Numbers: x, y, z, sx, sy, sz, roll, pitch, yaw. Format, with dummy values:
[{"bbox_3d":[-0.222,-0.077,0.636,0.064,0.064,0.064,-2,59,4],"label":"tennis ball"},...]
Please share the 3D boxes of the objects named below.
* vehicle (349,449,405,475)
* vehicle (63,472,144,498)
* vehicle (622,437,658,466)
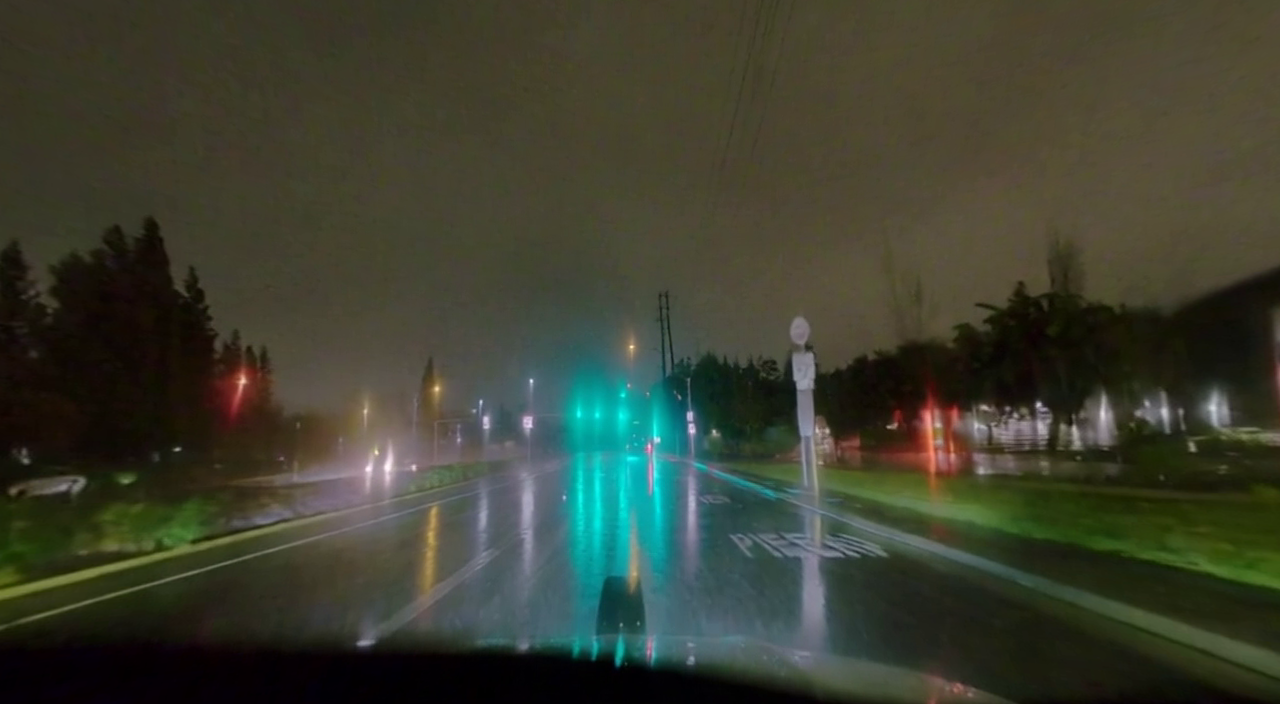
[{"bbox_3d":[-16.937,7.090,40.990,1.912,1.588,4.432,0,-8,-3],"label":"vehicle"},{"bbox_3d":[-39.612,9.786,46.644,4.777,1.711,2.070,-2,-9,16],"label":"vehicle"},{"bbox_3d":[-0.040,6.017,38.423,2.045,1.613,4.210,0,-8,-1],"label":"vehicle"}]
